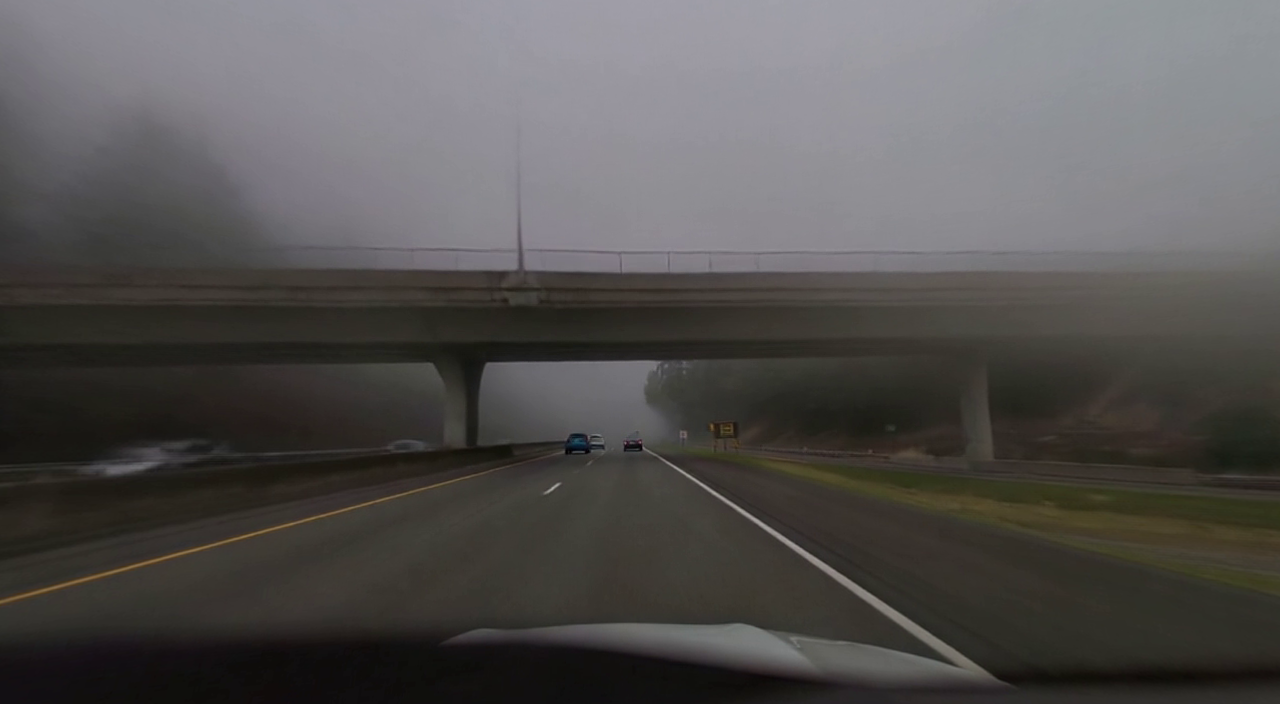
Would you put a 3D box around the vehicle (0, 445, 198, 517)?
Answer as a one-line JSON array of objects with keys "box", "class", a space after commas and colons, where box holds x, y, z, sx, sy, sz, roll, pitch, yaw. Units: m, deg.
[{"box": [-12.997, 2.951, 14.980, 2.062, 1.437, 4.002, 0, -8, -1], "class": "vehicle"}]

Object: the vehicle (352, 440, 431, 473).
[{"box": [-12.440, 5.240, 31.938, 2.226, 1.472, 4.442, 0, -8, -1], "class": "vehicle"}]

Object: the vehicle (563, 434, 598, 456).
[{"box": [-4.355, 6.880, 46.758, 2.169, 1.588, 4.264, 0, -8, -1], "class": "vehicle"}]
